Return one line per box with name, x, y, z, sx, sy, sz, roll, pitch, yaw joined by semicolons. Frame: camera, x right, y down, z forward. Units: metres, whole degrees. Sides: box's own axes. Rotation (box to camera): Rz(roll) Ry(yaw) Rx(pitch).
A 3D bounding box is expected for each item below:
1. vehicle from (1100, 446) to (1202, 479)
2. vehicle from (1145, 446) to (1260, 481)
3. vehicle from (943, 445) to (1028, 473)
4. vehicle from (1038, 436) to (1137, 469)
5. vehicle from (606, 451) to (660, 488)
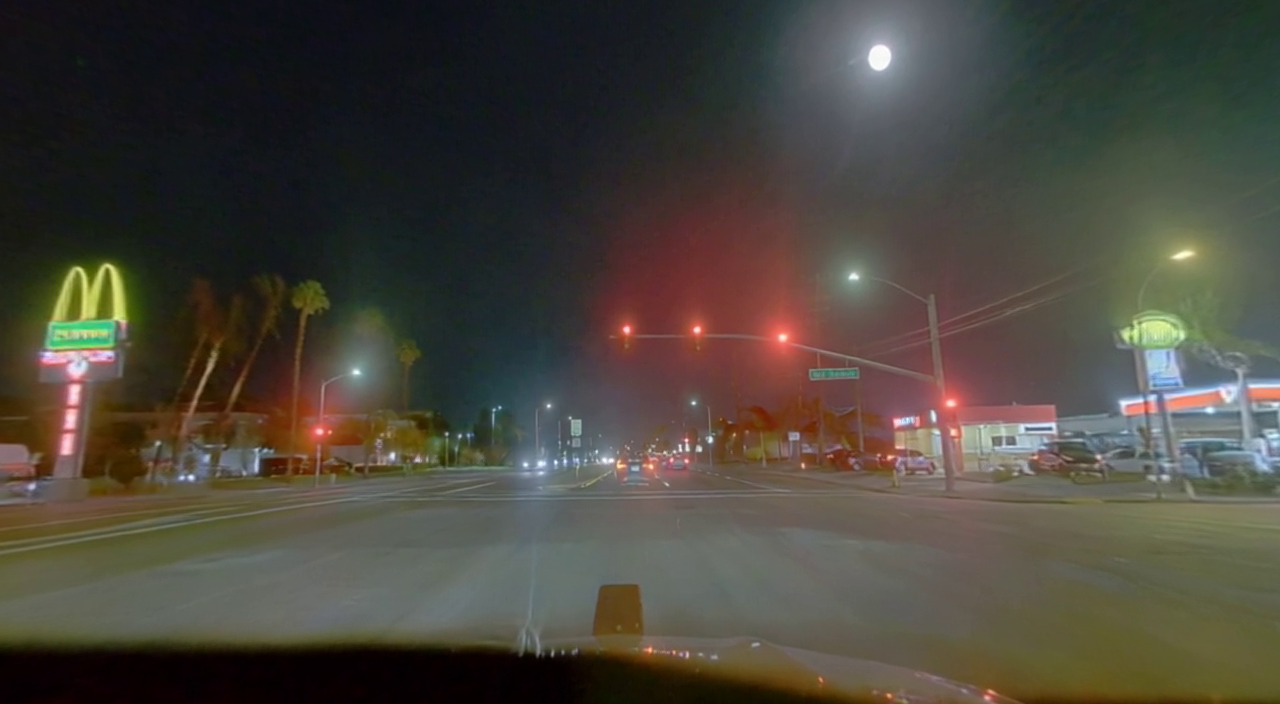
vehicle;24.132;5.218;30.002;1.738;1.462;3.609;0;-9;0
vehicle;26.207;5.182;29.630;1.923;1.501;3.849;0;-9;2
vehicle;19.400;6.015;35.659;3.833;1.495;1.892;-3;-9;17
vehicle;24.344;5.518;34.514;3.783;1.560;1.853;-4;-11;9
vehicle;-0.348;5.277;28.714;2.270;1.475;4.571;0;-9;-1
